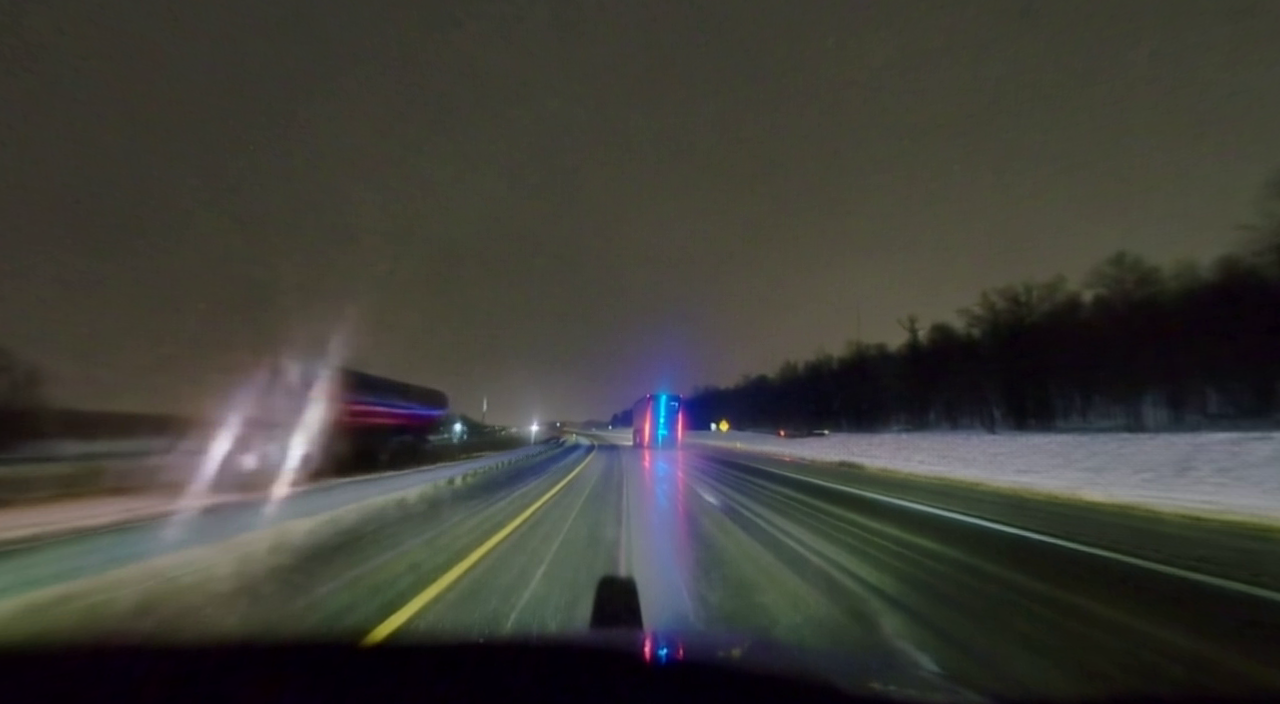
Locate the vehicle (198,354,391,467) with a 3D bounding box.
[{"bbox_3d":[-12.067,2.288,23.083,2.809,3.434,7.669,0,-8,-2],"label":"vehicle"}]
